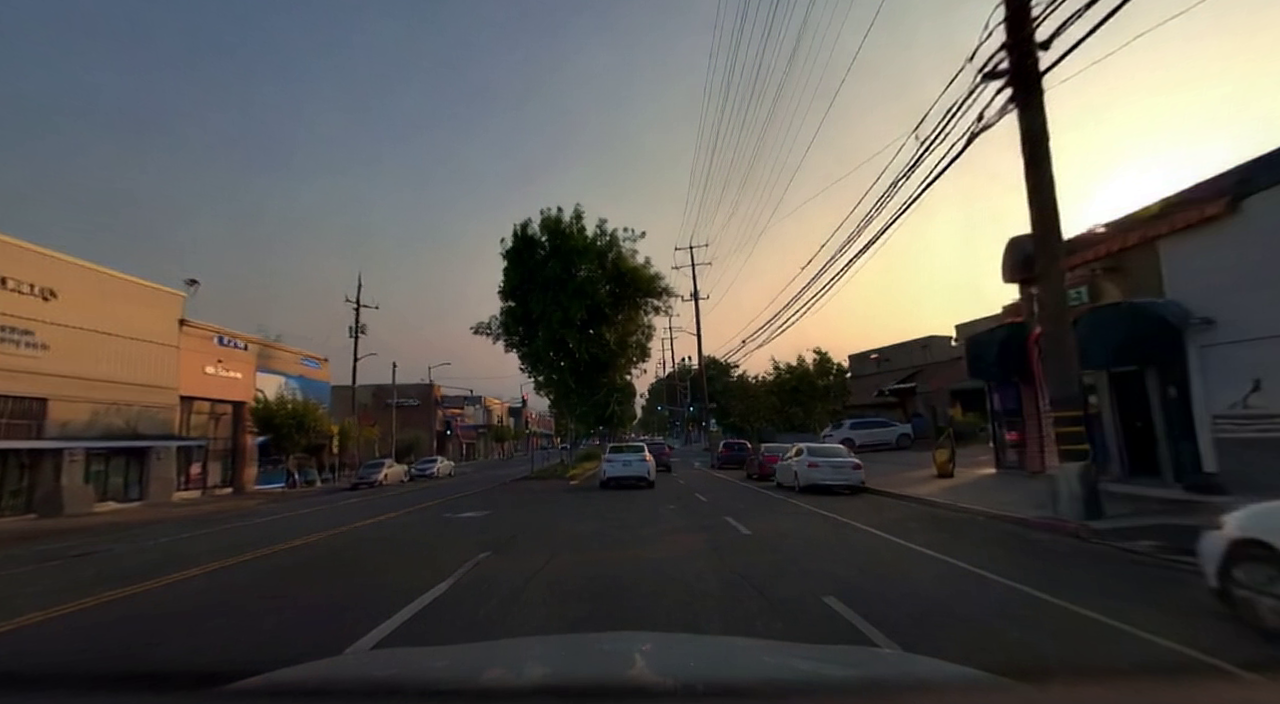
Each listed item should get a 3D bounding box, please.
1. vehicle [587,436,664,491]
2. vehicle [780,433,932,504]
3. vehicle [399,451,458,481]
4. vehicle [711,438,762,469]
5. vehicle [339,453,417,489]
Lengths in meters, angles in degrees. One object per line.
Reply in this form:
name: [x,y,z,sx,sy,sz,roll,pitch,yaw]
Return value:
vehicle: [-0.422,3.352,19.323,2.116,1.479,3.980,0,-8,-1]
vehicle: [5.056,2.795,15.606,1.987,1.459,4.677,0,-8,-2]
vehicle: [-11.655,6.282,35.075,1.817,1.480,4.282,0,-8,-1]
vehicle: [5.088,5.438,33.989,1.937,1.523,4.541,0,-8,-1]
vehicle: [-11.870,5.391,28.969,1.828,1.457,4.371,0,-8,-2]
